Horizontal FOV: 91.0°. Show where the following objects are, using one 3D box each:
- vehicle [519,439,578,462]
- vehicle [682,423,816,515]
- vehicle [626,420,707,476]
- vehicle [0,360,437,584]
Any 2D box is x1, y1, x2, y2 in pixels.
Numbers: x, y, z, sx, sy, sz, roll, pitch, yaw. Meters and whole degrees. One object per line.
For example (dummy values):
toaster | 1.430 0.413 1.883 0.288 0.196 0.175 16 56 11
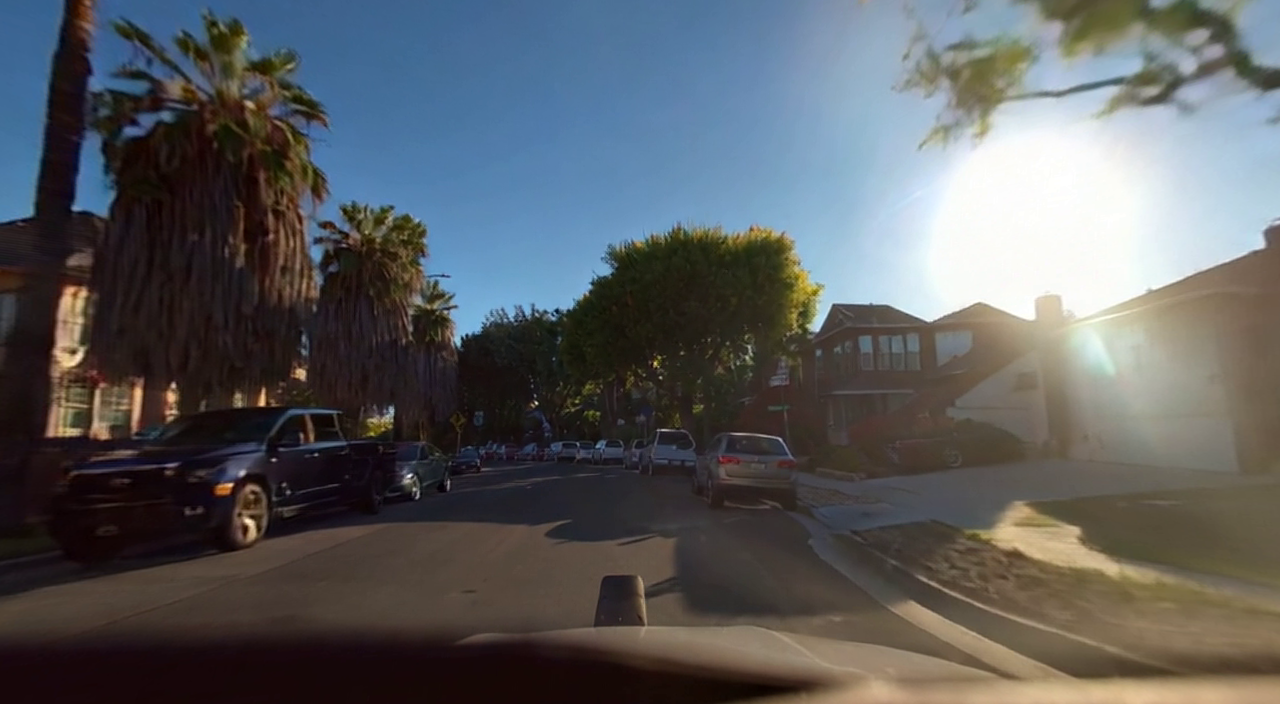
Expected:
vehicle | -6.591 6.980 44.798 2.108 1.503 4.977 6 -10 -35
vehicle | 2.124 2.459 13.733 2.076 1.658 4.604 0 -8 0
vehicle | 0.930 3.807 25.110 2.139 1.997 4.864 2 -9 -11
vehicle | -5.557 1.639 9.491 2.624 2.178 6.522 0 -8 2
